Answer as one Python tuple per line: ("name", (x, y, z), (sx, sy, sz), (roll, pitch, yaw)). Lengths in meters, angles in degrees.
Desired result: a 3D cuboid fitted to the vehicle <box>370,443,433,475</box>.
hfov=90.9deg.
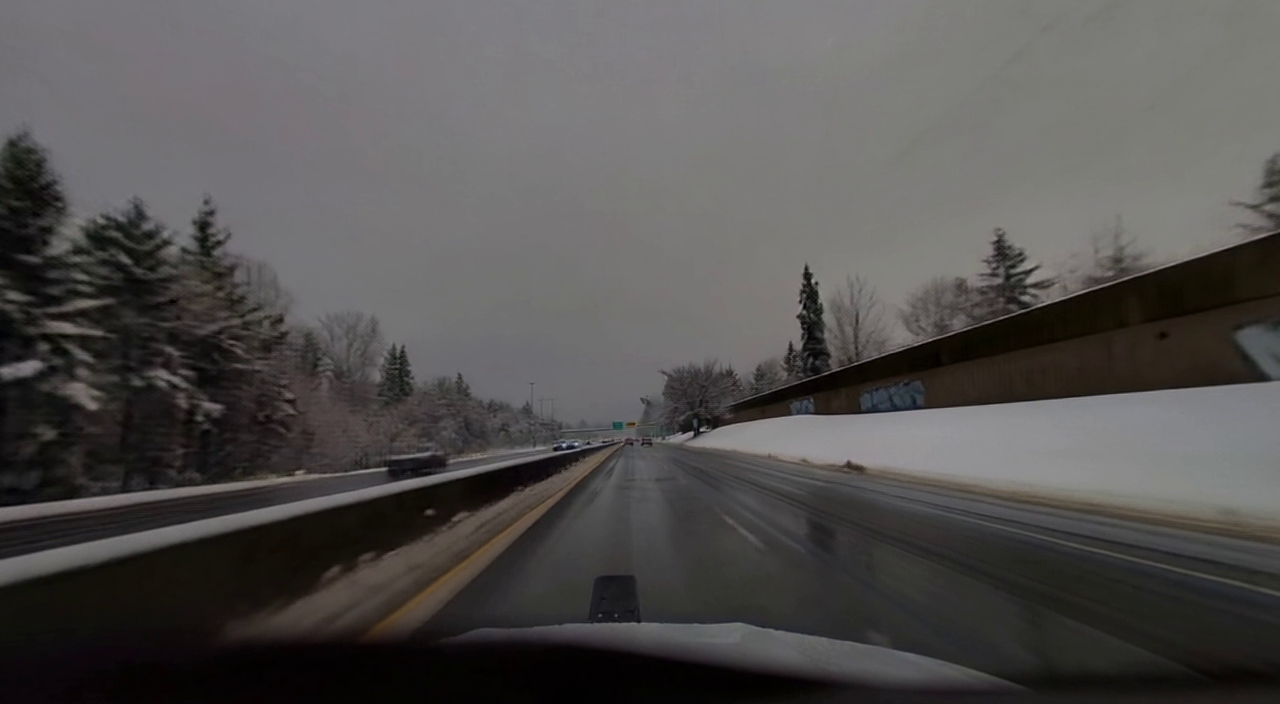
("vehicle", (-13.027, 5.841, 34.743), (1.809, 1.557, 4.394), (0, -8, -1))
